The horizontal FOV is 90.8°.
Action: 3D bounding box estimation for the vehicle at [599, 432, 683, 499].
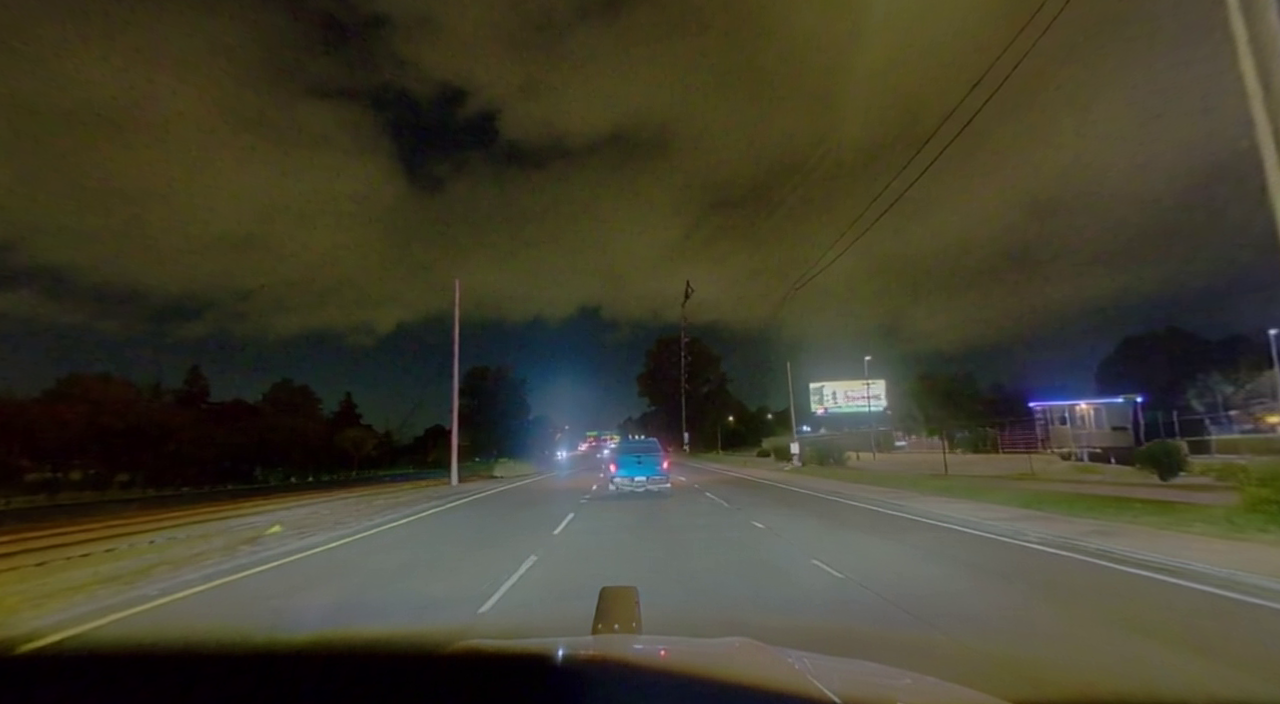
[{"bbox_3d":[0.021,3.698,20.993,2.404,1.926,5.251,0,-9,0],"label":"vehicle"}]
